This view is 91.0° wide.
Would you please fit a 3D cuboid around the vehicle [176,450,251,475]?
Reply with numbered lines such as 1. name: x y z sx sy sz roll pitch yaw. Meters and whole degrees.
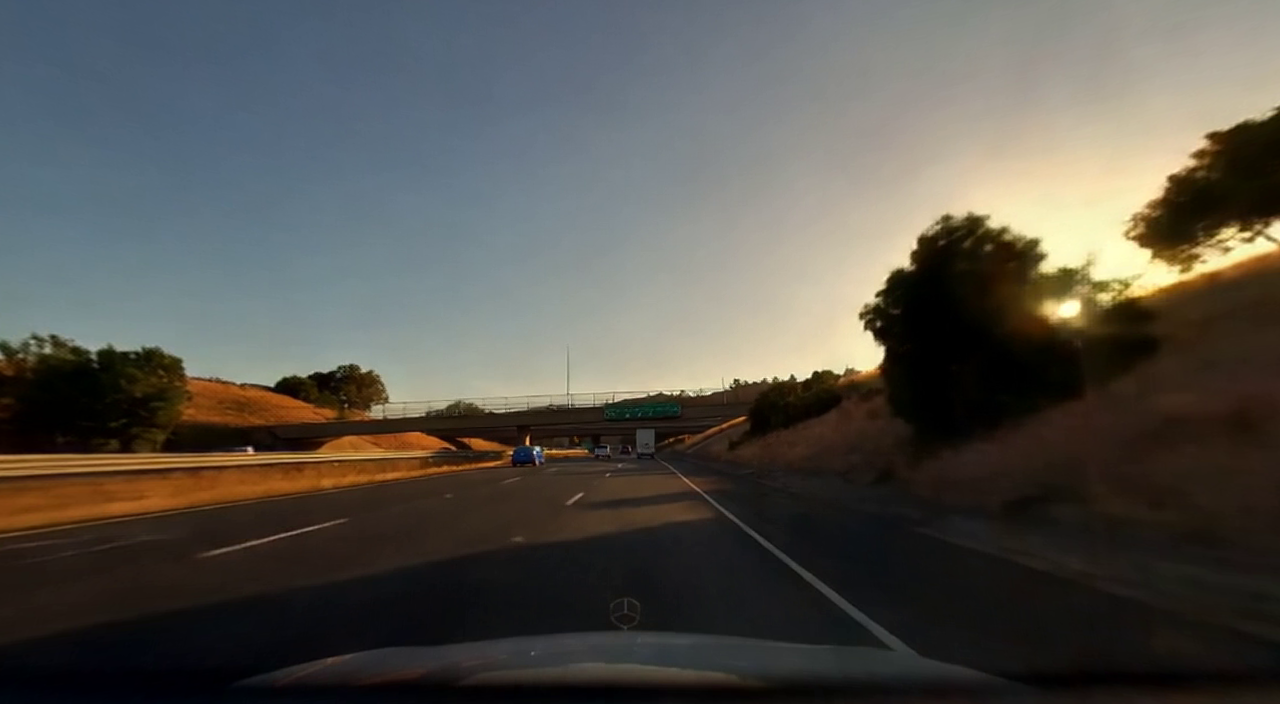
1. vehicle: -31.741 8.200 47.097 2.027 1.720 4.965 0 -9 1

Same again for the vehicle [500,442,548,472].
1. vehicle: -7.121 6.486 39.084 2.070 1.738 4.733 0 -9 0
